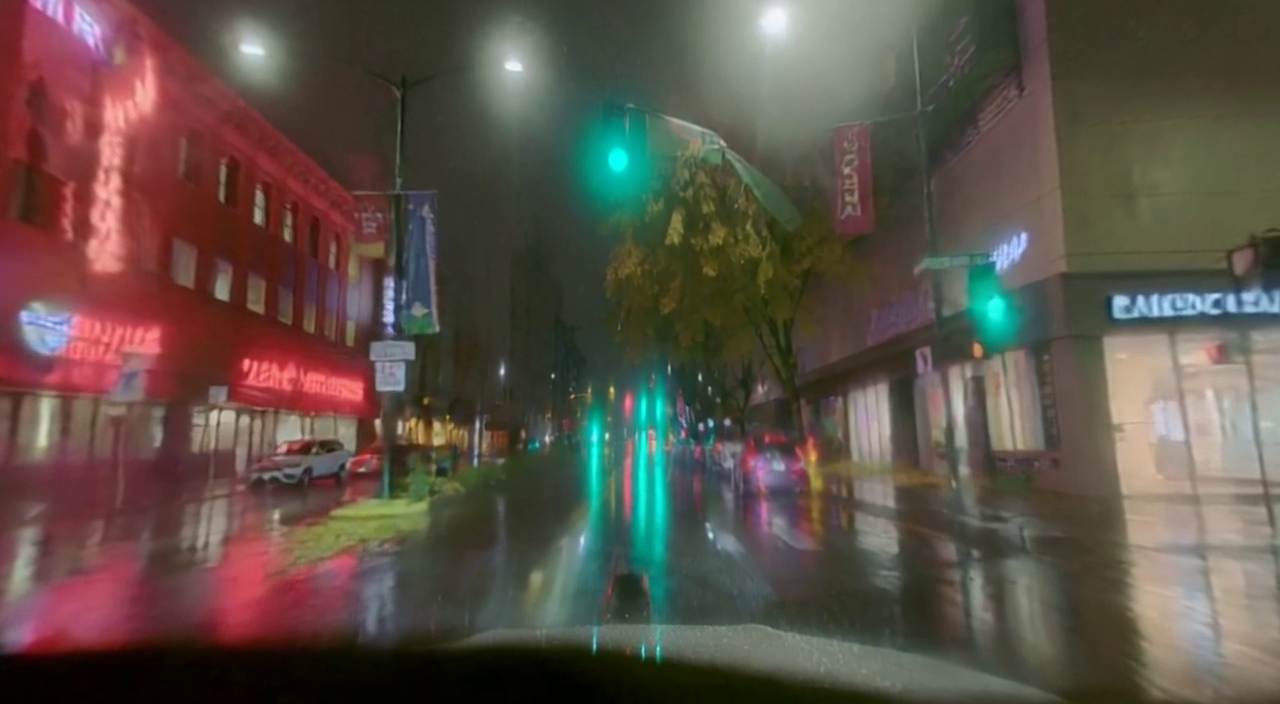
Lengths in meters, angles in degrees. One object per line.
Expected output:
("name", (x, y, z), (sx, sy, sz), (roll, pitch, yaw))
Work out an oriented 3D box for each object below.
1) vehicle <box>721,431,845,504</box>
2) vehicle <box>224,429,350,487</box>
("vehicle", (3.422, 2.846, 16.088), (2.120, 1.560, 4.402), (0, -8, 0))
("vehicle", (-12.396, 3.632, 22.048), (4.447, 1.790, 2.206), (-7, -10, 38))
